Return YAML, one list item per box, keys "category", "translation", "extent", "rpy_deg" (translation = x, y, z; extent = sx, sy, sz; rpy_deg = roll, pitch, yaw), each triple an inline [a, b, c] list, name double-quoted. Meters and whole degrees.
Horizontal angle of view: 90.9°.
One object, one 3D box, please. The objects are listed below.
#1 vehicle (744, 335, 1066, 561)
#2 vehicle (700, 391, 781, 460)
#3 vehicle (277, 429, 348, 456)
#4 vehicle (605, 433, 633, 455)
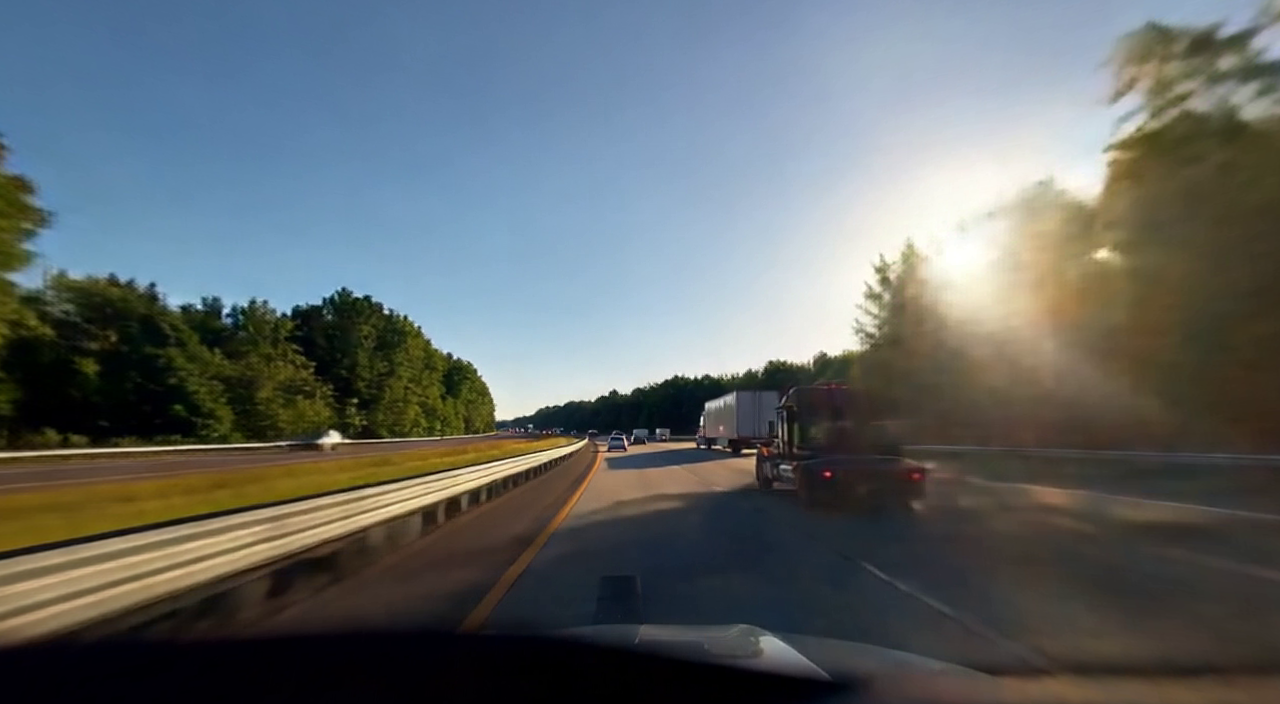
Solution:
- category: "vehicle"
  translation: [3.428, 1.415, 9.840]
  extent: [2.436, 2.521, 5.409]
  rpy_deg: [0, -8, -2]
- category: "vehicle"
  translation: [6.644, 5.294, 44.482]
  extent: [2.888, 4.093, 14.227]
  rpy_deg: [0, -8, -2]
- category: "vehicle"
  translation: [-19.363, 5.357, 37.557]
  extent: [1.860, 1.500, 4.781]
  rpy_deg: [0, -8, -3]
- category: "vehicle"
  translation: [-1.649, 7.122, 48.972]
  extent: [2.088, 1.671, 4.068]
  rpy_deg: [0, -8, -2]
